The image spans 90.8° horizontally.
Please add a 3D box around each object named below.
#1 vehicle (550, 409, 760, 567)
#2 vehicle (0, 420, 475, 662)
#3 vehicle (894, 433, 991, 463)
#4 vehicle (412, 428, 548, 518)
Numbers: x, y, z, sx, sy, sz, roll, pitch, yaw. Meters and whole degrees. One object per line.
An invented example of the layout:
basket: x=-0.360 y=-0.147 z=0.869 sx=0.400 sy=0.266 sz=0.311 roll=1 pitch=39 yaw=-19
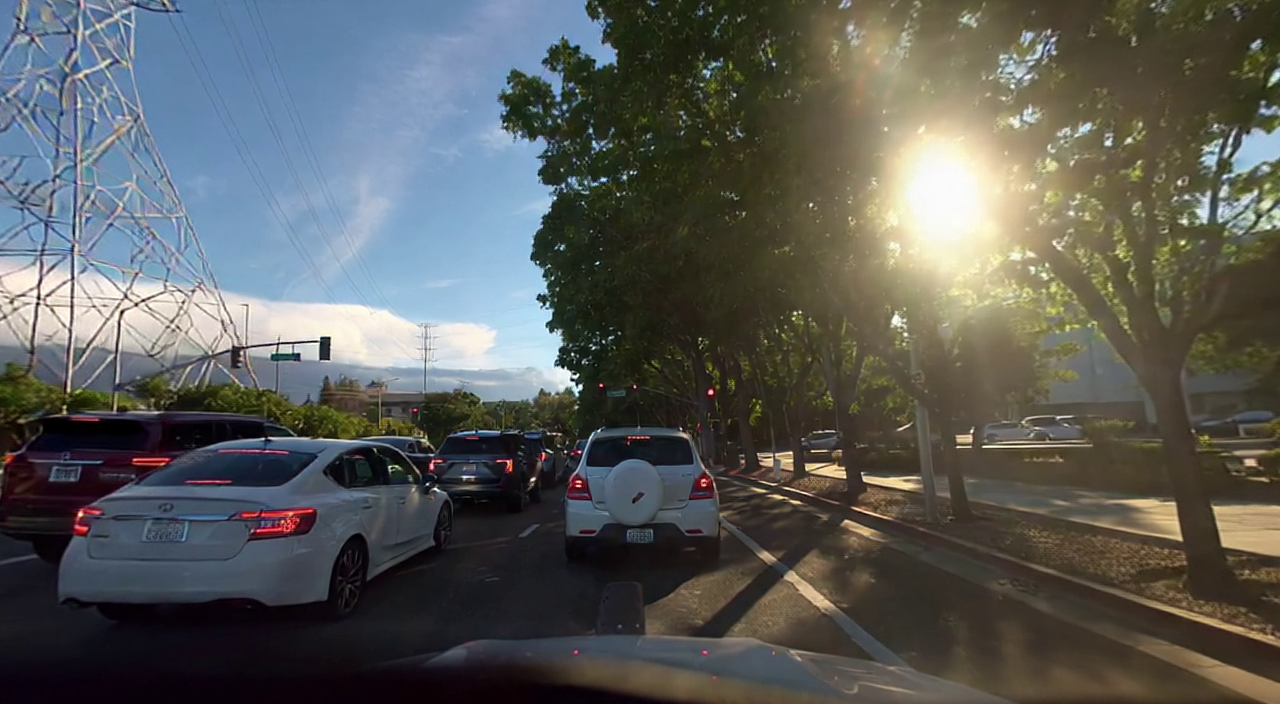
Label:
vehicle: x=0.095 y=1.764 z=8.923 sx=2.239 sy=1.661 sz=4.224 roll=0 pitch=-8 yaw=-2
vehicle: x=-3.161 y=1.497 z=6.202 sx=1.973 sy=1.469 sz=4.448 roll=0 pitch=-8 yaw=-1
vehicle: x=15.113 y=4.802 z=31.696 sx=3.858 sy=1.437 sz=1.899 roll=0 pitch=-8 yaw=-4
vehicle: x=-3.242 y=2.522 z=13.665 sx=1.997 sy=1.636 sz=3.760 roll=0 pitch=-8 yaw=-1
